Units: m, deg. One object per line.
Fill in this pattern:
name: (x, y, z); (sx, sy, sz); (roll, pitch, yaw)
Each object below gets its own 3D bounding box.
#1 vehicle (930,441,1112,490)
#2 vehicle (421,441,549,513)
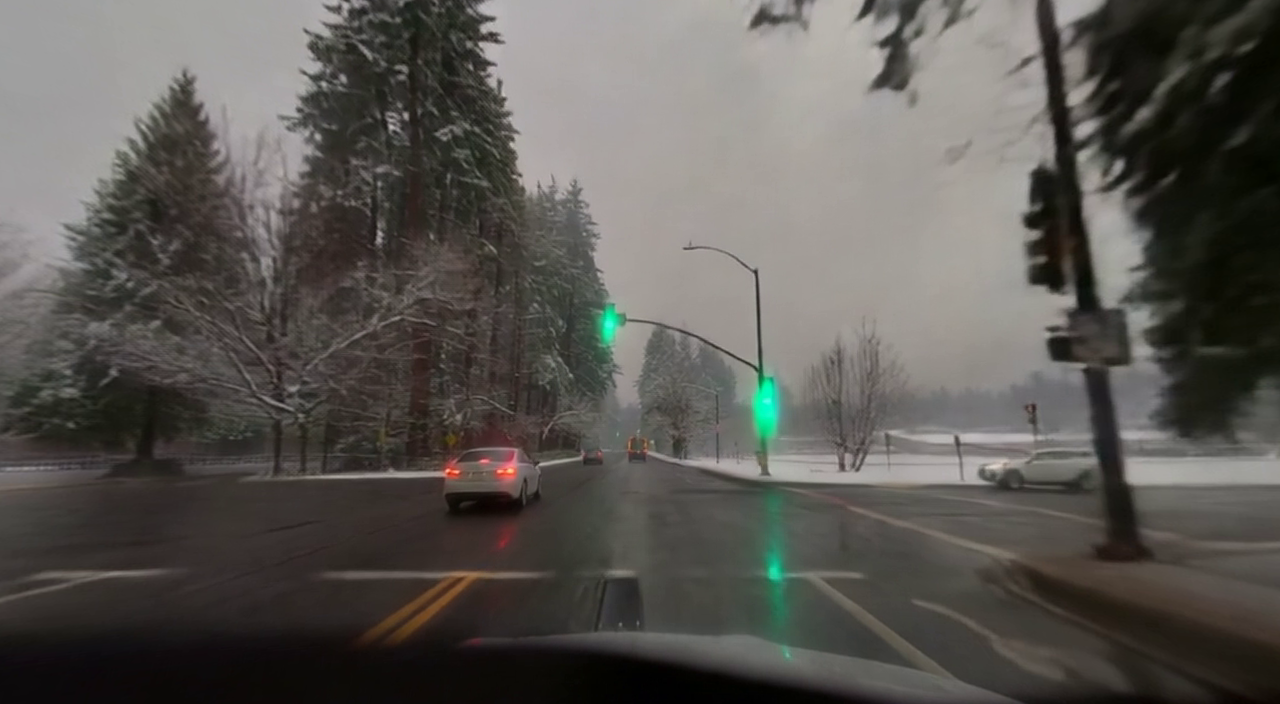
vehicle: (12.076, 3.605, 20.214); (4.632, 1.473, 1.889); (1, -8, -3)
vehicle: (-3.541, 2.922, 15.364); (1.968, 1.459, 4.433); (0, -8, 0)
